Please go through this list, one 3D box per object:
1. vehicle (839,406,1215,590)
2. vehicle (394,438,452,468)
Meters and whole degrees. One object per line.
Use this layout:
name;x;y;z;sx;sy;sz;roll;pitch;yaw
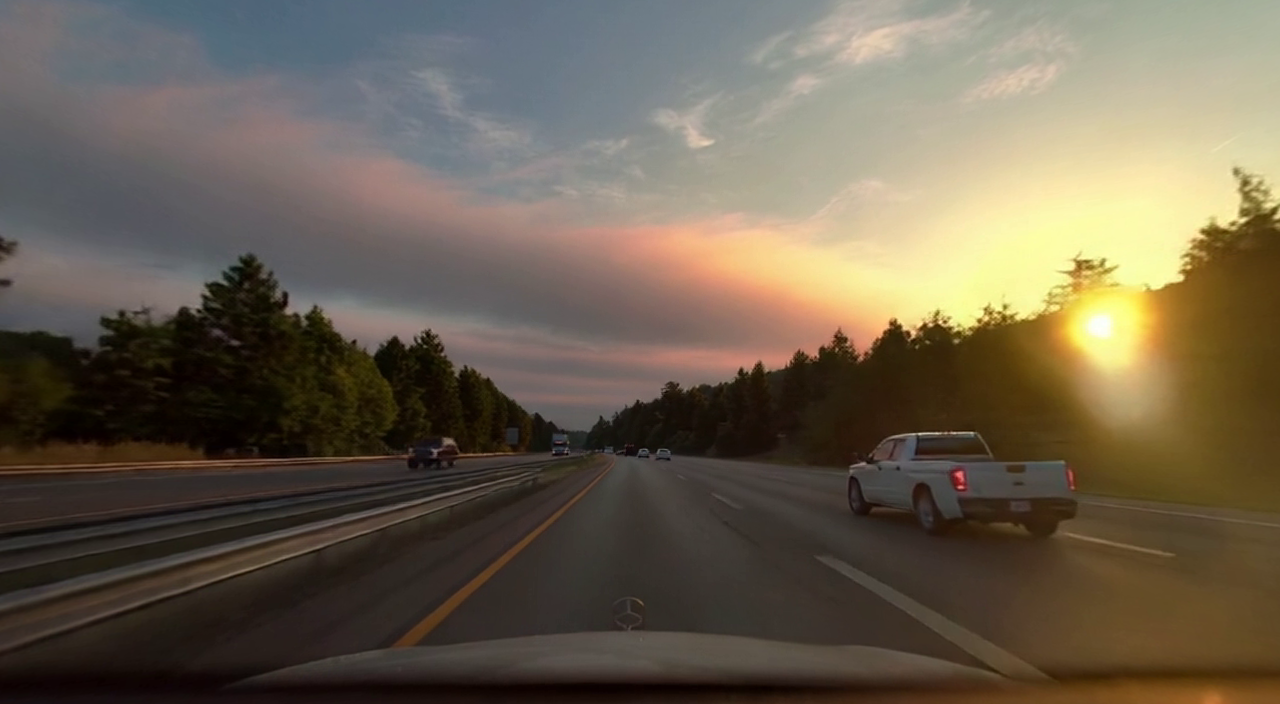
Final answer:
vehicle;4.266;1.675;8.059;1.933;1.663;4.440;0;-9;0
vehicle;-13.157;6.142;38.431;1.954;1.706;4.514;0;-9;0
